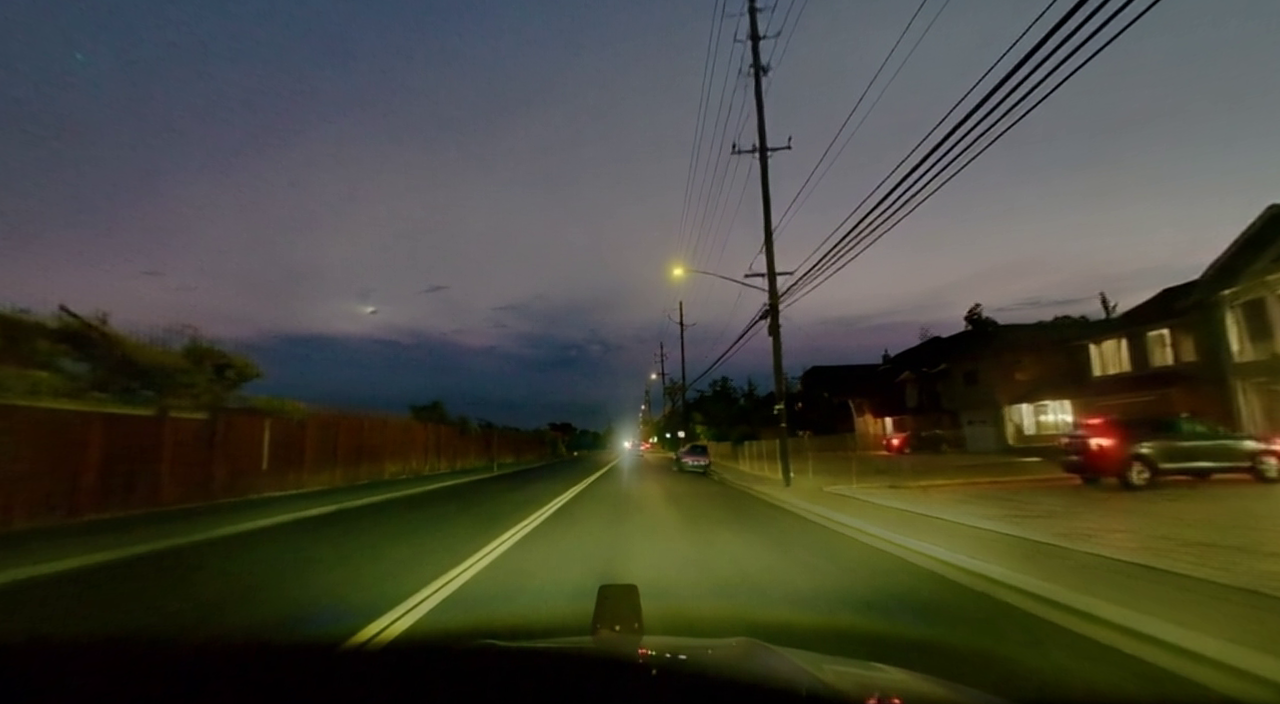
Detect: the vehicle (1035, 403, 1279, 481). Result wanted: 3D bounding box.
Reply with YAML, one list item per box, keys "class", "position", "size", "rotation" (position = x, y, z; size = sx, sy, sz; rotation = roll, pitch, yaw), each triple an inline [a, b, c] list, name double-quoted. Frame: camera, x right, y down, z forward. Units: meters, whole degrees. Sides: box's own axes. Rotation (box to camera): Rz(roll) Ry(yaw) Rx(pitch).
- class: "vehicle"
  position: [12.701, 2.198, 15.375]
  size: [4.701, 1.745, 2.083]
  rotation: [-1, -9, 3]

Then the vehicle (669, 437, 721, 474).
- class: "vehicle"
  position: [2.696, 5.221, 31.937]
  size: [2.108, 1.710, 4.499]
  rotation: [0, -9, -1]

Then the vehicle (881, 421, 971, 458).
- class: "vehicle"
  position: [17.860, 5.486, 39.627]
  size: [4.457, 1.780, 2.170]
  rotation: [-5, -8, -1]
